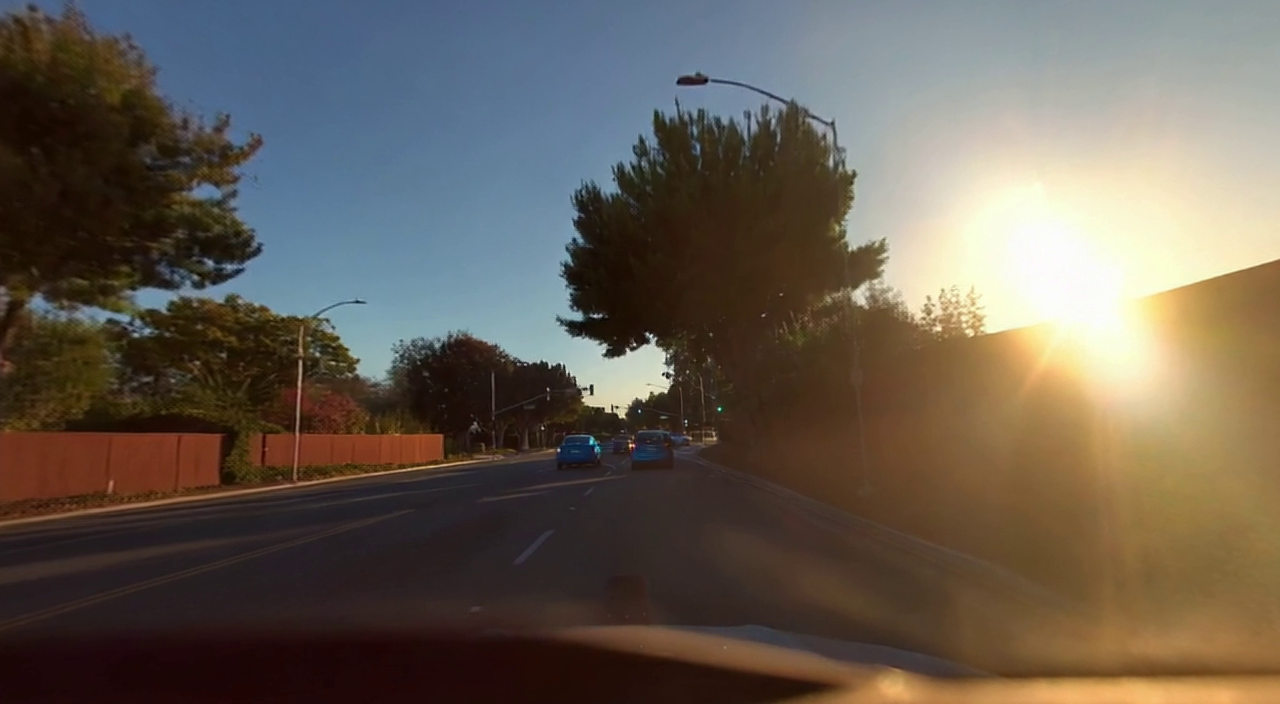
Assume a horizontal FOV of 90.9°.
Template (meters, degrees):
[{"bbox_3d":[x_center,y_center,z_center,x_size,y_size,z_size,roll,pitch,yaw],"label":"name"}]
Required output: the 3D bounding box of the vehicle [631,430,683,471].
[{"bbox_3d":[0.698,4.320,27.764,2.127,1.665,3.993,0,-8,1],"label":"vehicle"}]

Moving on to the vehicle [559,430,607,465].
[{"bbox_3d":[-3.054,5.279,34.832,2.190,1.766,4.394,0,-8,1],"label":"vehicle"}]
